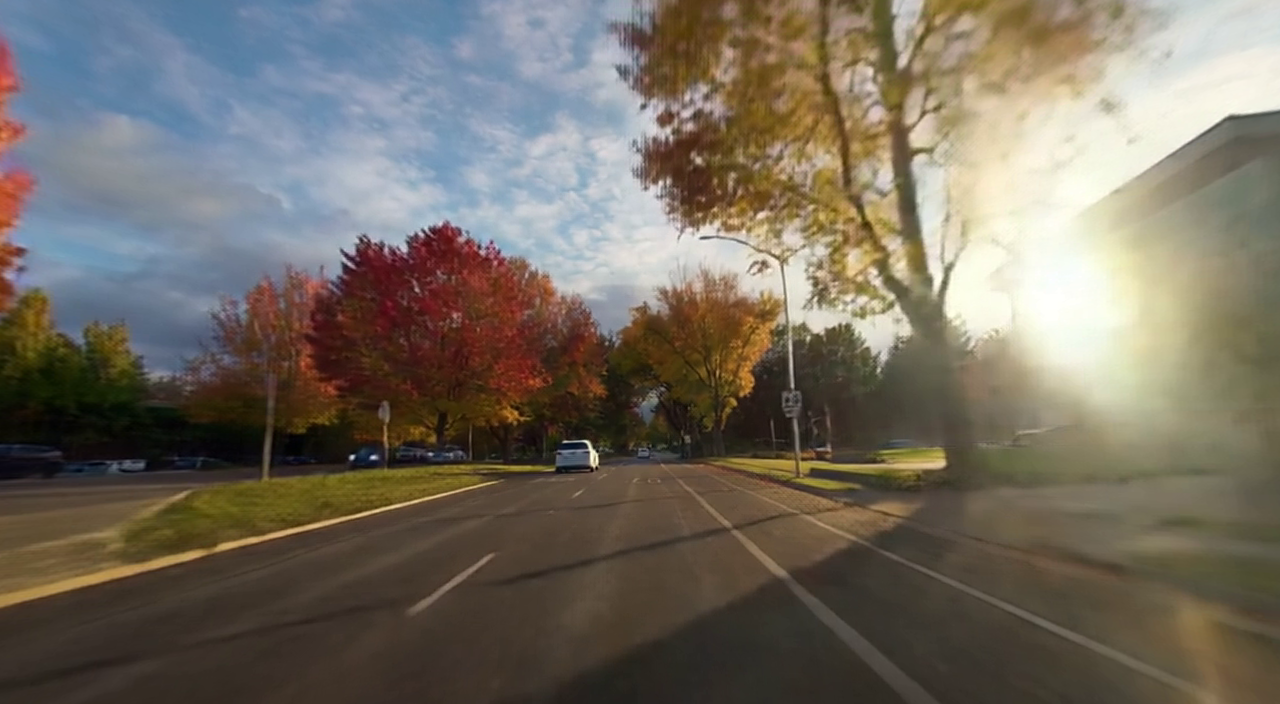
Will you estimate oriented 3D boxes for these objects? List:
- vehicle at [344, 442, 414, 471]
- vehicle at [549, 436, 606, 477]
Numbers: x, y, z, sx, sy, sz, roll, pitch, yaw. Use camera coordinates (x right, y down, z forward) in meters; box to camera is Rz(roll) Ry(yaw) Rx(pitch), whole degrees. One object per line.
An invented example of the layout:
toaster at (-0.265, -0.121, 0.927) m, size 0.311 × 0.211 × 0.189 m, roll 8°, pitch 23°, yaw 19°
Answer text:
vehicle at (-14.554, 5.866, 35.412) m, size 1.893 × 1.491 × 4.711 m, roll 0°, pitch -9°, yaw 0°
vehicle at (-2.913, 5.046, 30.563) m, size 2.112 × 1.779 × 4.489 m, roll 0°, pitch -9°, yaw 3°
